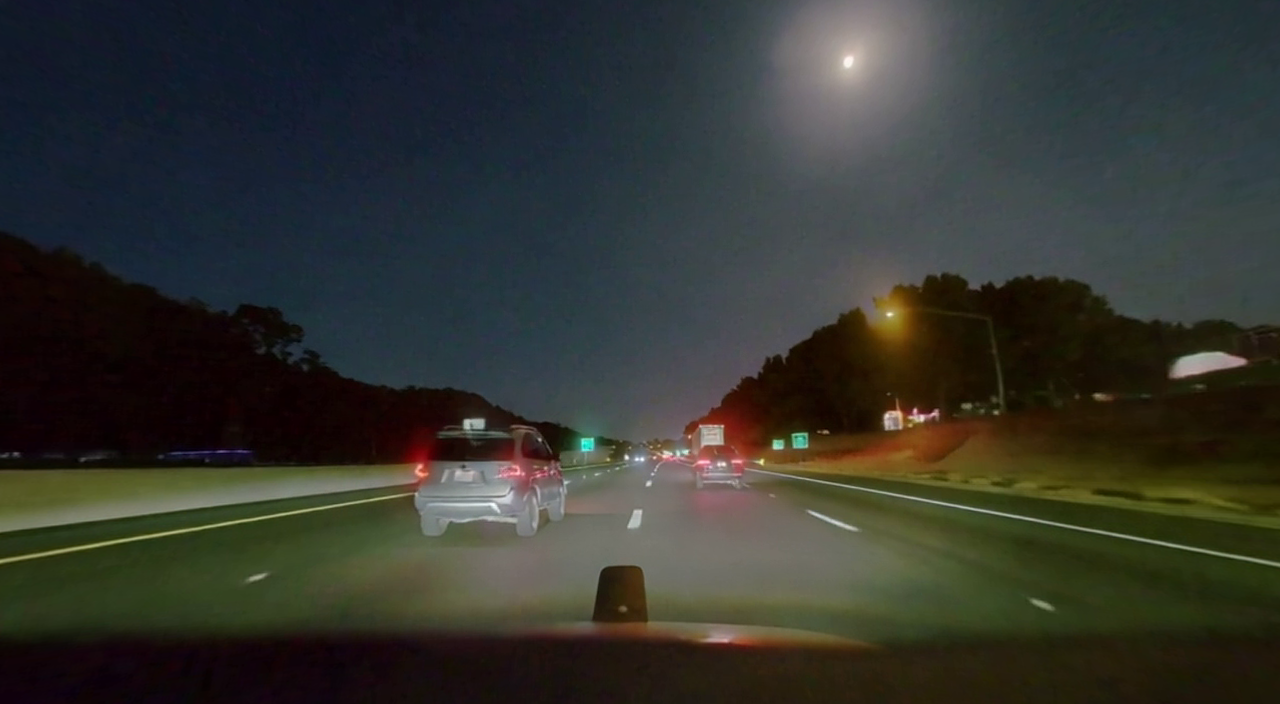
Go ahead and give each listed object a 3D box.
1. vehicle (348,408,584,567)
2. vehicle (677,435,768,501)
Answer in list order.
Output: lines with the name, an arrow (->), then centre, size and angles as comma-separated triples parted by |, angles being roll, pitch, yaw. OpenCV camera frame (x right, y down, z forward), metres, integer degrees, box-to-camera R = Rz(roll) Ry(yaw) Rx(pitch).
vehicle -> -2.215, 1.919, 9.628 | 2.139, 1.804, 4.611 | -1, -9, 2
vehicle -> 2.269, 3.348, 18.529 | 2.087, 1.682, 4.388 | 0, -9, 0
